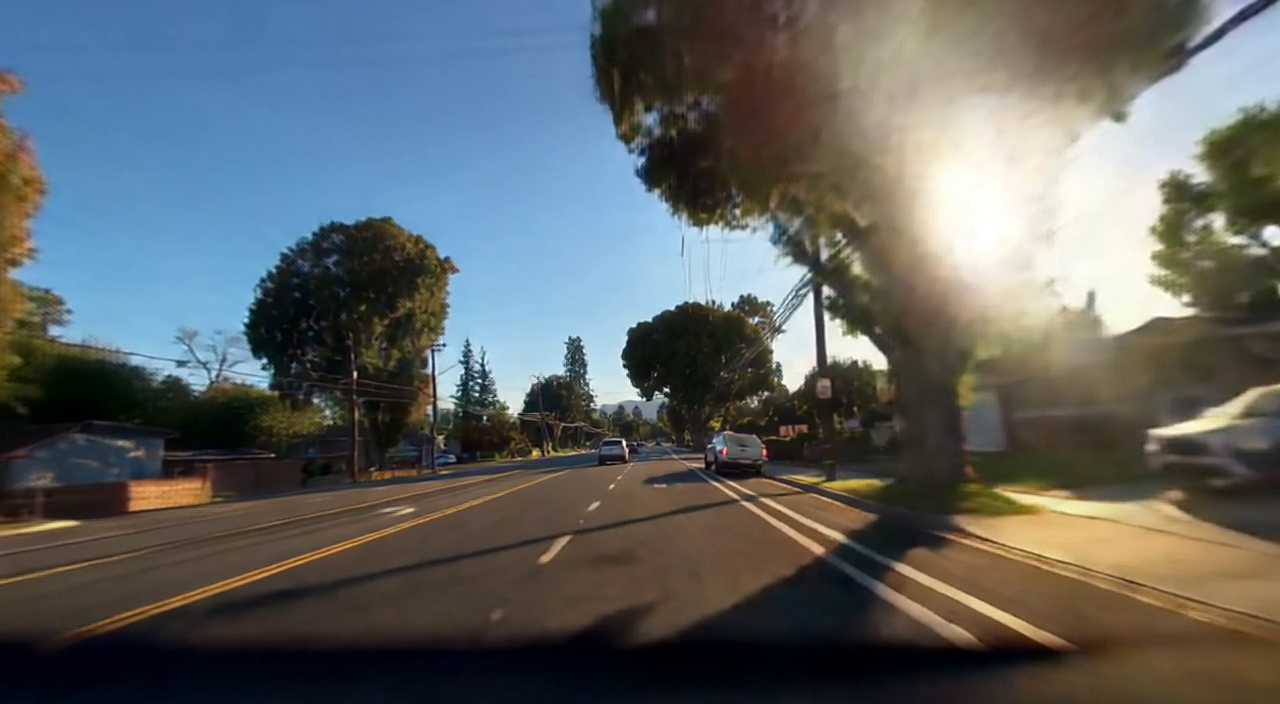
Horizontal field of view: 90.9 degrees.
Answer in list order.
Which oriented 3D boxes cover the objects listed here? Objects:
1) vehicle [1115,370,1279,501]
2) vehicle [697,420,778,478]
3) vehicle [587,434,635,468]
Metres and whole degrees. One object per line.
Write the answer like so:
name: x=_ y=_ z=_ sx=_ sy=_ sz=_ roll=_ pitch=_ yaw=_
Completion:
vehicle: x=11.226 y=1.119 z=10.250 sx=5.042 sy=1.803 sz=2.134 roll=-7 pitch=-9 yaw=0
vehicle: x=4.080 y=4.234 z=27.564 sx=2.622 sy=2.137 sz=6.267 roll=1 pitch=-9 yaw=1
vehicle: x=-1.606 y=5.748 z=36.716 sx=2.327 sy=1.861 sz=4.941 roll=-1 pitch=-9 yaw=2
